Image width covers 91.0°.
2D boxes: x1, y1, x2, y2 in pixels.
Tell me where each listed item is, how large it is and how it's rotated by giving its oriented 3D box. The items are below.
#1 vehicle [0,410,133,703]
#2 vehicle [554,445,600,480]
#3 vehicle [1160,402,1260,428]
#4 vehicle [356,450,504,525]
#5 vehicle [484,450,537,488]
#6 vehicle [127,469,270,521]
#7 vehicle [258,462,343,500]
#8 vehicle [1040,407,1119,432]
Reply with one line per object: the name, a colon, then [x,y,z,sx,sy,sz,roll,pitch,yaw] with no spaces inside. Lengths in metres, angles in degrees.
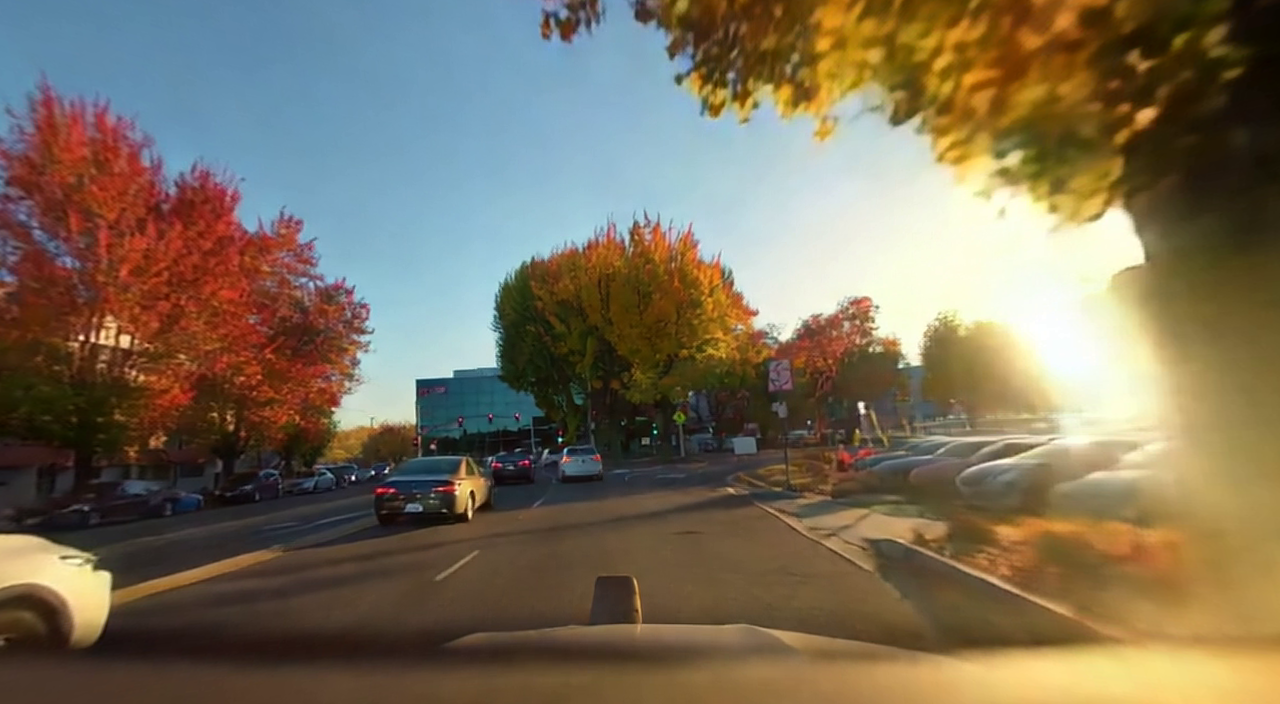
vehicle: [-4.366,0.903,1.757,2.085,1.663,4.513,0,-9,0]
vehicle: [-3.343,5.714,32.828,2.144,1.704,4.028,2,-9,-9]
vehicle: [42.301,4.735,46.875,5.280,1.764,2.026,-6,-12,41]
vehicle: [-4.877,3.205,15.626,2.090,1.506,5.326,1,-9,-3]
vehicle: [-5.811,5.283,28.696,1.974,1.549,4.603,2,-9,-7]
vehicle: [-15.630,5.049,22.658,2.010,1.530,4.534,1,-9,-3]
vehicle: [-16.343,6.199,30.582,2.026,1.615,4.324,1,-9,-6]
vehicle: [34.147,5.269,48.963,4.653,1.696,2.110,-9,-10,41]
